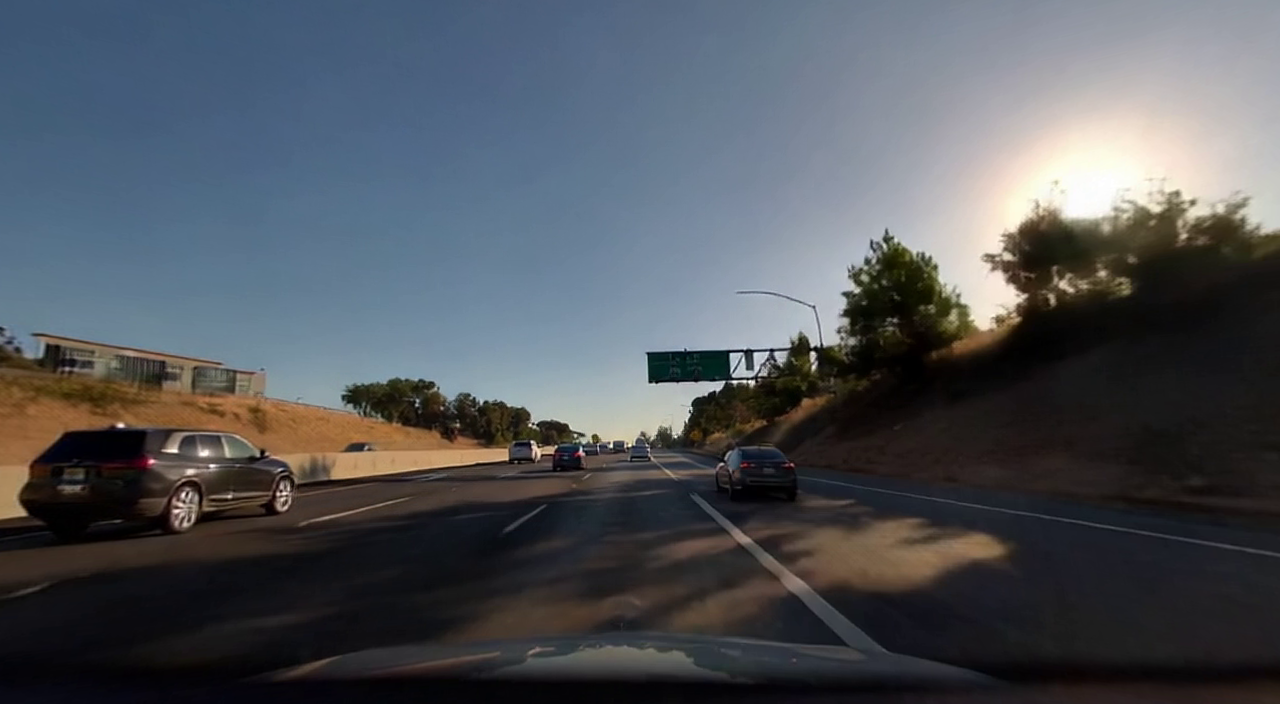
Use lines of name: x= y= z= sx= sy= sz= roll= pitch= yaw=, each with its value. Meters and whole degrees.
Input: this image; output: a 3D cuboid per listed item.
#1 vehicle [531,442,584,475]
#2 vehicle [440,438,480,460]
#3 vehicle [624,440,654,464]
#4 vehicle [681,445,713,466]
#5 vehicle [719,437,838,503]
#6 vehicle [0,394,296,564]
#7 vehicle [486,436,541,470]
vehicle: x=-3.967 y=5.219 z=30.953 sx=2.071 sy=1.478 sz=4.130 roll=0 pitch=-9 yaw=0
vehicle: x=-13.597 y=7.345 z=47.734 sx=1.763 sy=1.538 sz=3.860 roll=0 pitch=-9 yaw=2
vehicle: x=-0.101 y=7.448 z=46.824 sx=2.158 sy=1.706 sz=4.219 roll=0 pitch=-9 yaw=0
vehicle: x=4.200 y=7.665 z=46.866 sx=1.944 sy=1.465 sz=4.245 roll=0 pitch=-9 yaw=-1
vehicle: x=3.483 y=3.083 z=16.841 sx=2.141 sy=1.507 sz=4.510 roll=0 pitch=-9 yaw=0
vehicle: x=-7.403 y=1.733 z=9.209 sx=2.142 sy=1.849 sz=4.566 roll=0 pitch=-9 yaw=-1
vehicle: x=-7.112 y=5.729 z=35.889 sx=2.111 sy=1.811 sz=4.391 roll=0 pitch=-9 yaw=1
